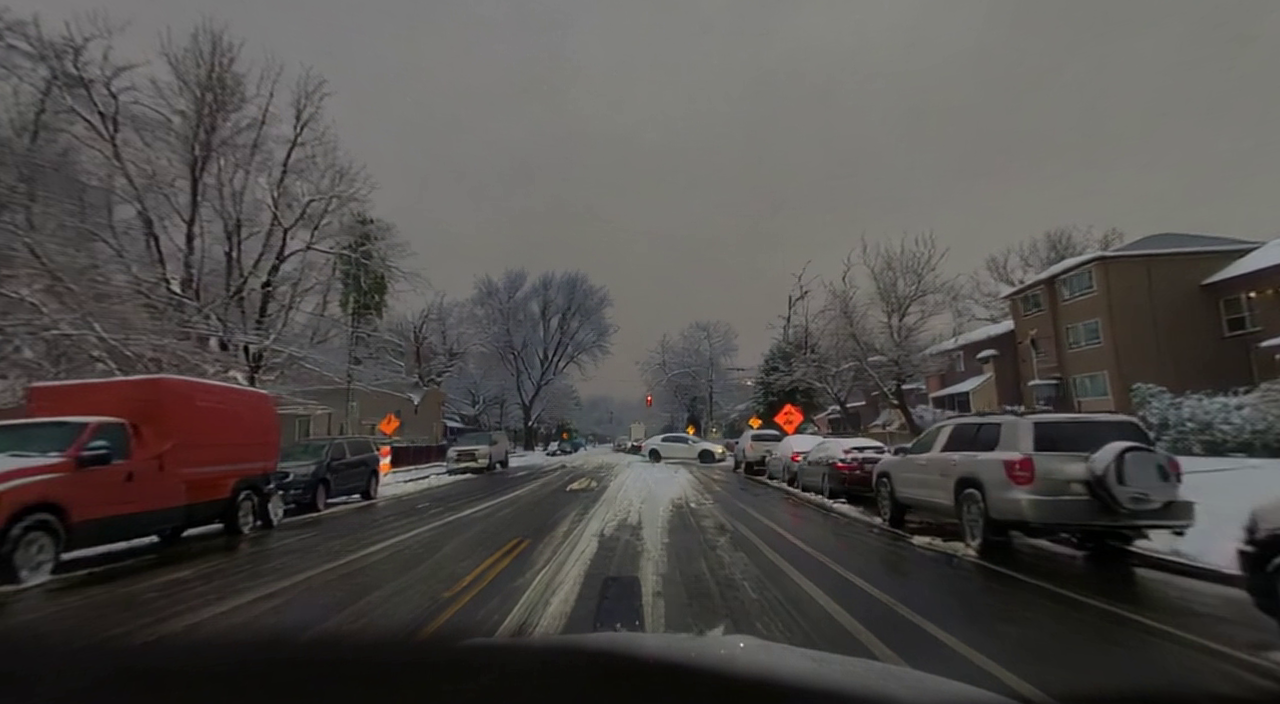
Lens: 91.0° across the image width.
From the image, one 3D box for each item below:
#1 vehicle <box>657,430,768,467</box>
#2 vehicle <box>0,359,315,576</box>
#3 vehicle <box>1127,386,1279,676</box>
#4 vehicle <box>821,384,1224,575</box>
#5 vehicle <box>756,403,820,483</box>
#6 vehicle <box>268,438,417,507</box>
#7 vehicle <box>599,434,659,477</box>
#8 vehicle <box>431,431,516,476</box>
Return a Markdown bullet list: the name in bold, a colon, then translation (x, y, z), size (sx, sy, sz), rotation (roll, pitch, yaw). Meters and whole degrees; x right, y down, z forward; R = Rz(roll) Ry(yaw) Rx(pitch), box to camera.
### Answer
- **vehicle**: translation (3.901, 5.236, 34.079), size (5.503, 1.853, 2.218), rotation (-4, -9, 25)
- **vehicle**: translation (-7.617, 1.707, 9.906), size (2.526, 2.631, 4.228), rotation (0, -8, 2)
- **vehicle**: translation (4.941, 0.882, 2.473), size (2.225, 1.715, 4.755), rotation (0, -8, 0)
- **vehicle**: translation (4.800, 1.747, 9.501), size (2.279, 1.946, 5.925), rotation (0, -8, -1)
- **vehicle**: translation (5.171, 3.219, 22.294), size (1.409, 2.648, 2.645), rotation (0, -9, -4)
- **vehicle**: translation (-8.069, 3.280, 17.652), size (2.036, 1.676, 4.440), rotation (0, -8, -1)
- **vehicle**: translation (-0.349, 3.981, 24.413), size (2.151, 1.481, 4.084), rotation (0, -8, 1)
- **vehicle**: translation (-8.262, 5.129, 32.066), size (2.659, 2.047, 6.014), rotation (0, -8, 0)
